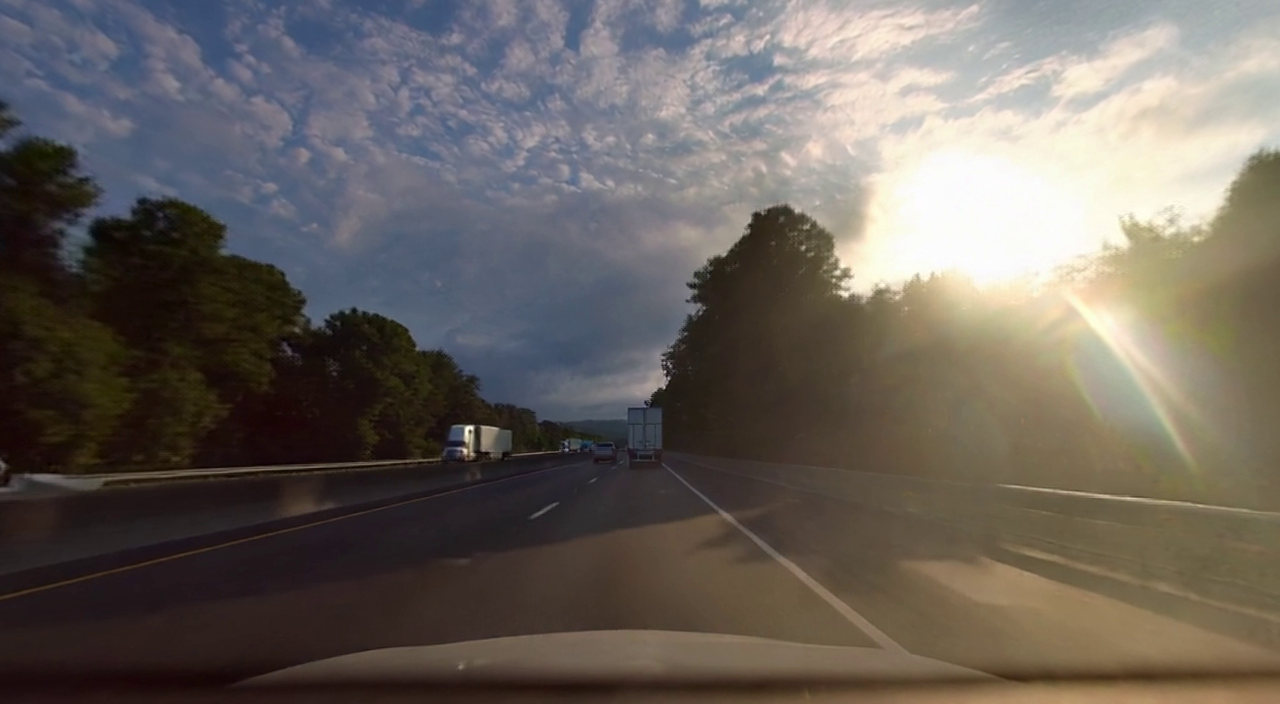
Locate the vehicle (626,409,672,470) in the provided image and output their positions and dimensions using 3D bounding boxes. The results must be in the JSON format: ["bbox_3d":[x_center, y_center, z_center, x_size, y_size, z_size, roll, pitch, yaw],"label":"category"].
[{"bbox_3d":[0.530,6.565,46.646,3.024,3.965,10.399,0,-9,-1],"label":"vehicle"}]
